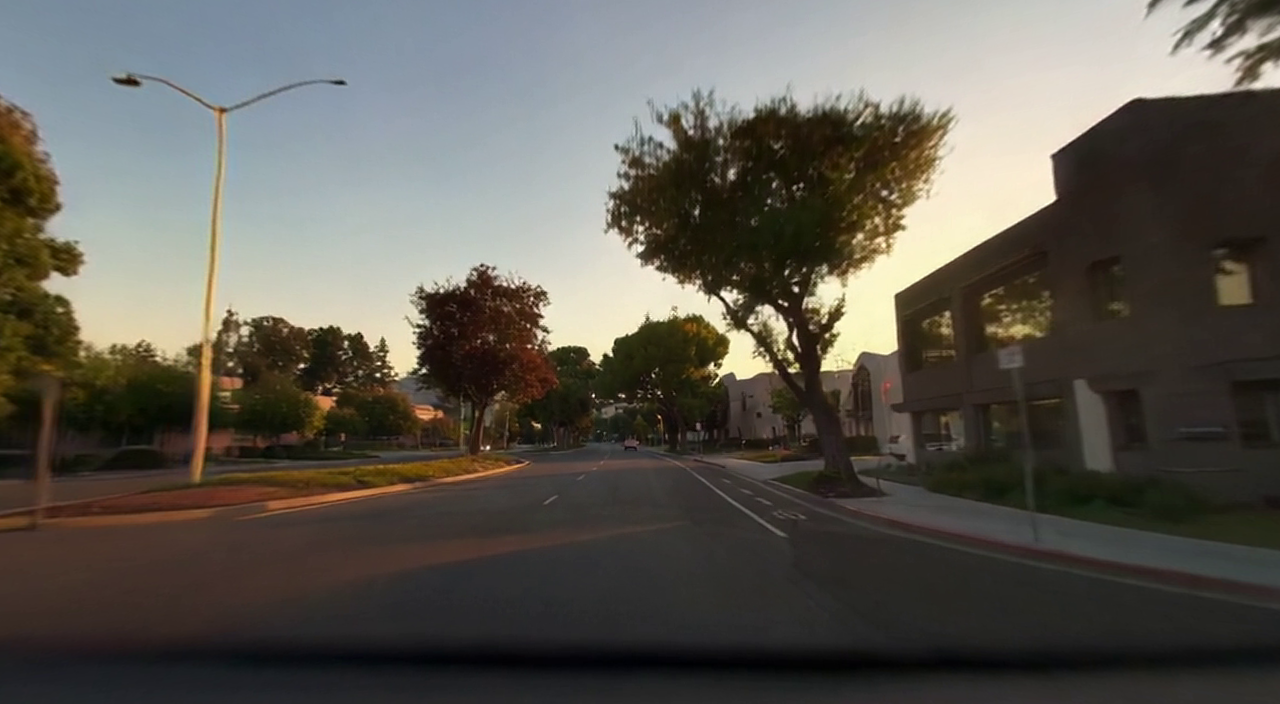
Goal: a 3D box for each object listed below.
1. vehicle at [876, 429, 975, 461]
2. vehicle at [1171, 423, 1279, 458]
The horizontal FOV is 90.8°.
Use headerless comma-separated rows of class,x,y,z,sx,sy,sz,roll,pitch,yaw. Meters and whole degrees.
vehicle,14.829,4.871,33.018,4.198,1.561,1.937,0,-10,1
vehicle,29.464,4.376,31.231,4.846,1.669,1.968,1,-8,-7
